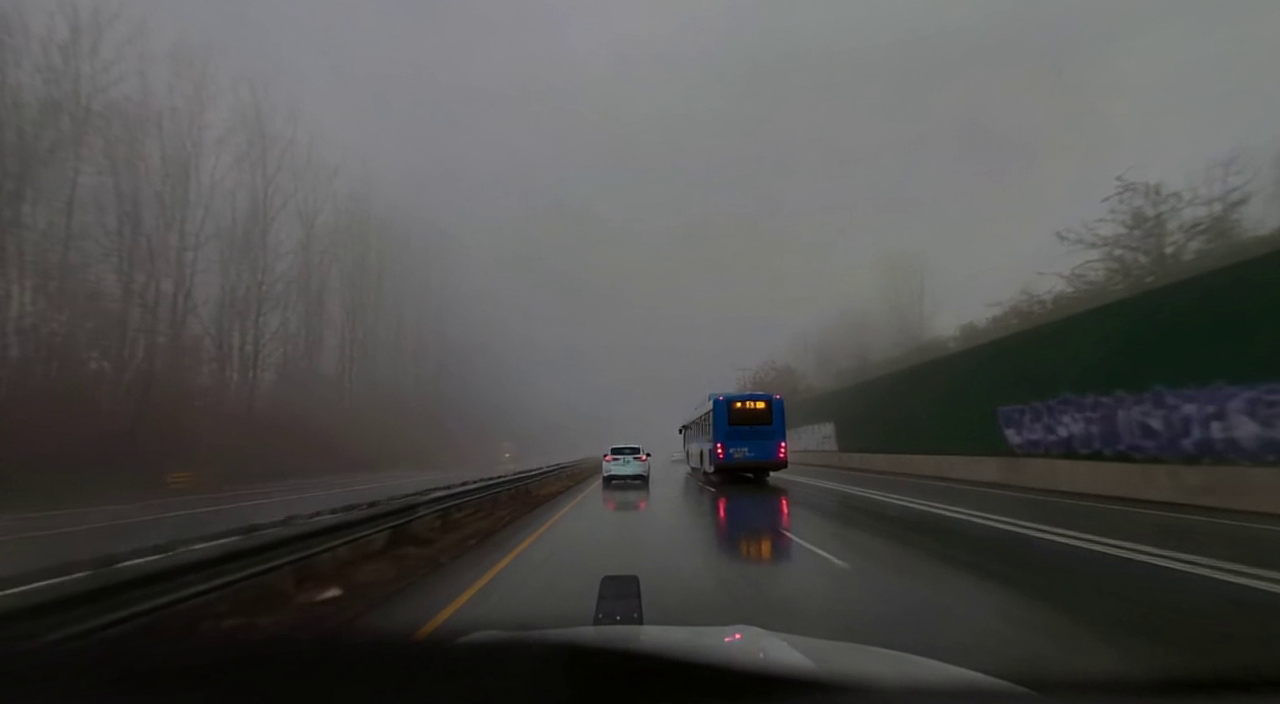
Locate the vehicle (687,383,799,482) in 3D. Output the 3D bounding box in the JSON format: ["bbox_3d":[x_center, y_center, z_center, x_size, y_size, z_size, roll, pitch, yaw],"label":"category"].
[{"bbox_3d":[4.116,3.828,28.531,3.055,3.479,12.521,-1,-9,1],"label":"vehicle"}]

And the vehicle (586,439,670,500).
[{"bbox_3d":[-0.286,3.369,18.352,2.160,1.532,4.073,-1,-9,1],"label":"vehicle"}]
